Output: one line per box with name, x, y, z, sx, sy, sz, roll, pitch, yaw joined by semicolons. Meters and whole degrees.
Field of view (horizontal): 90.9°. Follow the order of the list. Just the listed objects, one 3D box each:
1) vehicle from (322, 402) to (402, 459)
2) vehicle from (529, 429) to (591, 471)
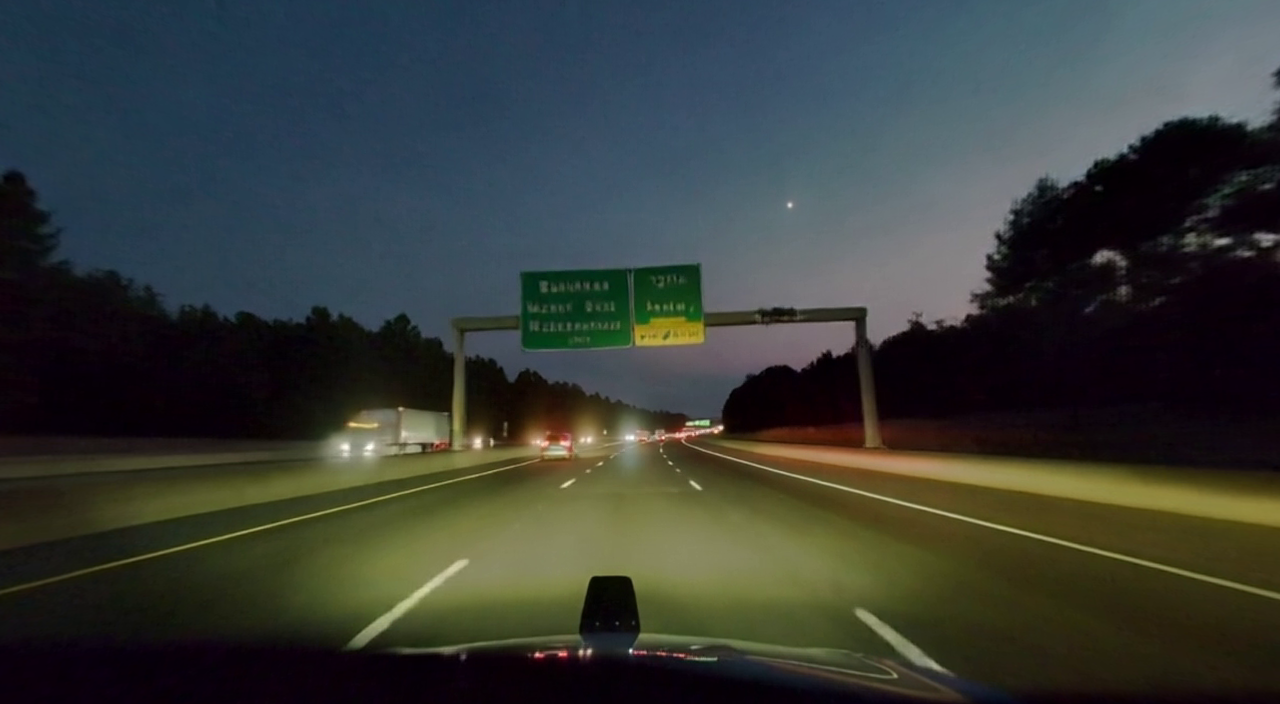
vehicle;-20.820;5.991;47.659;3.296;4.004;5.827;0;-8;0
vehicle;-3.292;4.110;26.699;2.084;1.654;4.080;0;-8;0
